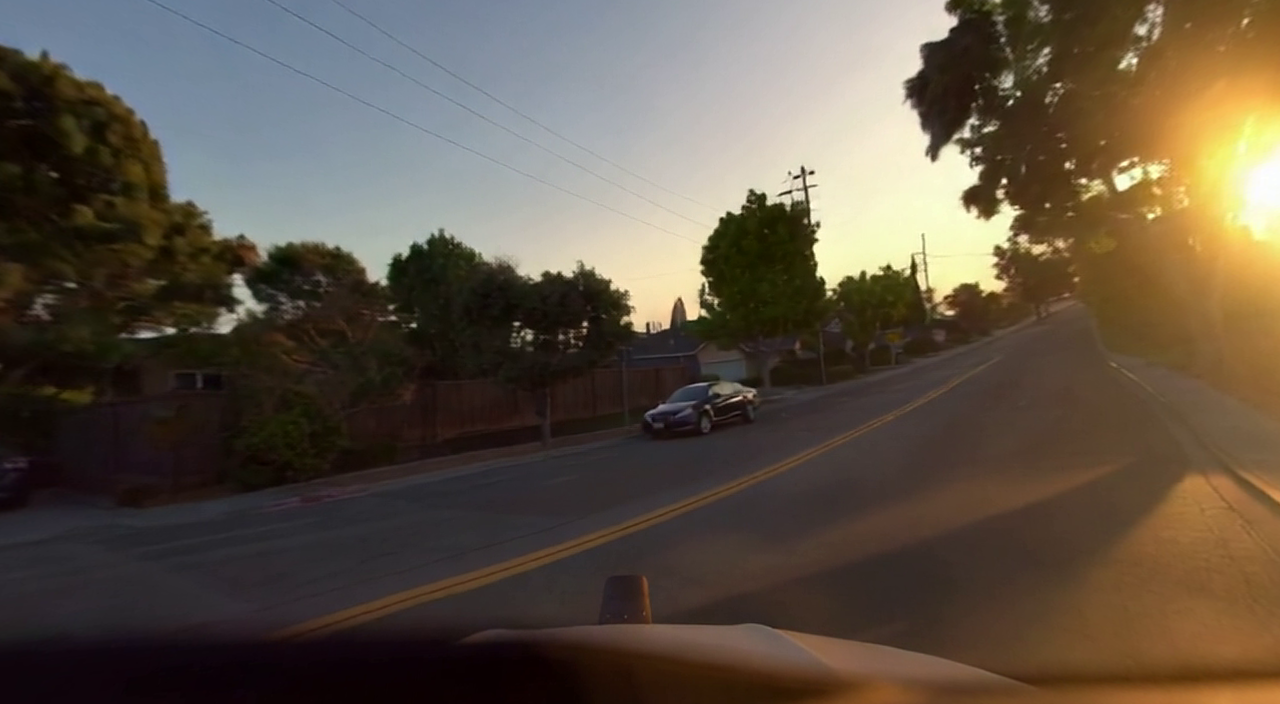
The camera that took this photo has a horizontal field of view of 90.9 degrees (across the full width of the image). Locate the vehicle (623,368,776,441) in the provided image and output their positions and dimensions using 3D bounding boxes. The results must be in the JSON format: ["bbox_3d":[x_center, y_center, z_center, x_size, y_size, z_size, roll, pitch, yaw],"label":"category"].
[{"bbox_3d":[1.951,1.468,18.723,2.032,1.595,5.289,-5,-1,36],"label":"vehicle"}]
